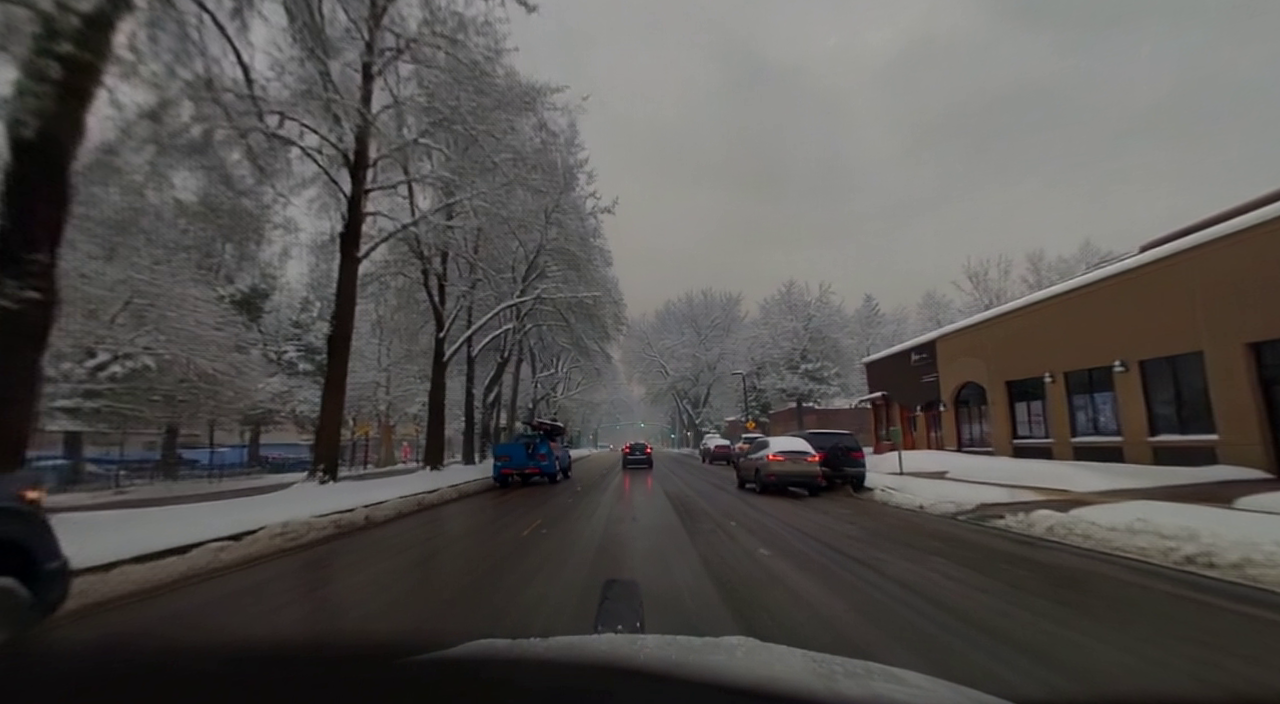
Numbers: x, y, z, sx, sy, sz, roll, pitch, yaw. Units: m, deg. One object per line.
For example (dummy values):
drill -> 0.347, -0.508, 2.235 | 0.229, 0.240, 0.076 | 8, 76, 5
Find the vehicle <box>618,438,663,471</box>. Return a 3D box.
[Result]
vehicle -> -0.045, 5.876, 36.446 | 2.413, 1.748, 4.406 | 0, -8, -2

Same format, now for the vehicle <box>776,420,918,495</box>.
vehicle -> 6.608, 3.471, 21.159 | 2.921, 2.166, 5.422 | 0, -8, 0

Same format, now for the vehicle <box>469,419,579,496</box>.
vehicle -> -3.409, 3.260, 19.921 | 2.424, 2.063, 5.678 | 0, -8, -1

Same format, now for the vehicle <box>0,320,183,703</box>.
vehicle -> -3.708, 0.580, 1.207 | 2.327, 1.775, 4.430 | 0, -8, 0

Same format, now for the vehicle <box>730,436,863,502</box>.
vehicle -> 4.199, 3.214, 17.862 | 2.082, 1.601, 4.451 | 1, -8, -8
